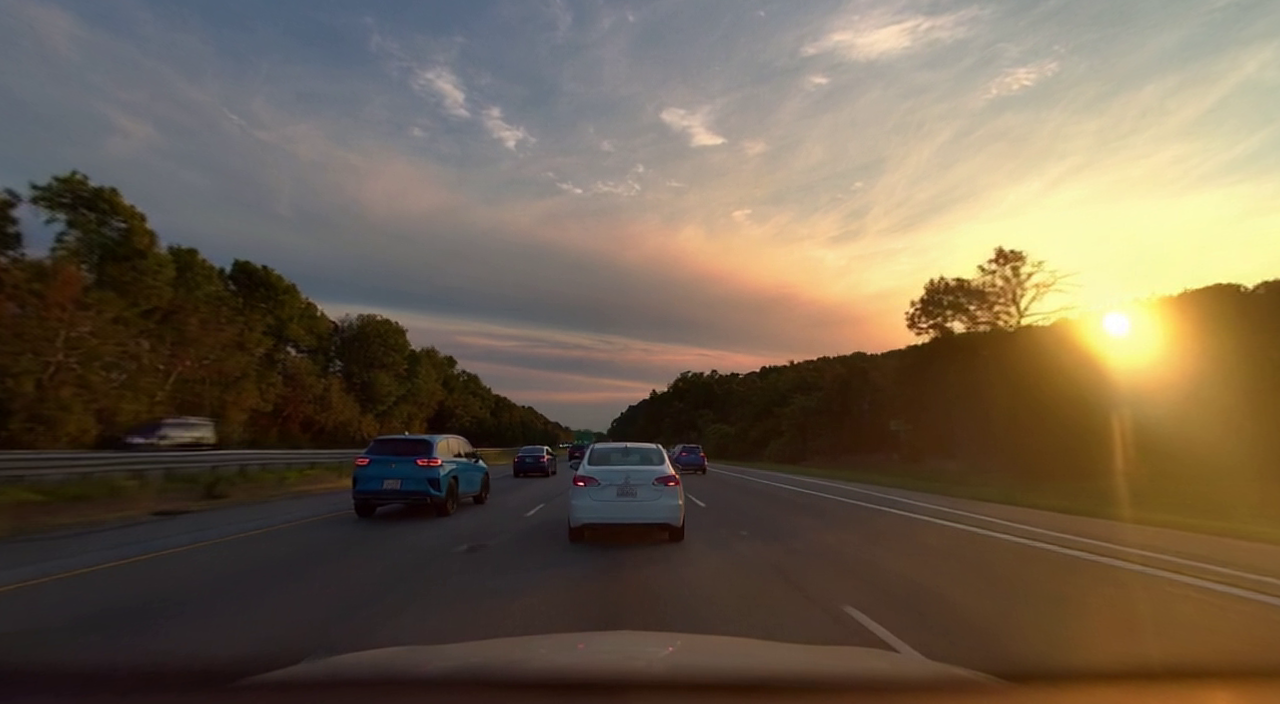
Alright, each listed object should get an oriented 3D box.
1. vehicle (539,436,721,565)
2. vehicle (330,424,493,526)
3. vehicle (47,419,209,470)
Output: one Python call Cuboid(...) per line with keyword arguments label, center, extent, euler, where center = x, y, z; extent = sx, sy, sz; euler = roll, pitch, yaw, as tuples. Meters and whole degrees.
Cuboid(label="vehicle", center=(-0.188, 2.063, 9.520), extent=(2.120, 1.478, 4.179), euler=(0, -9, -2))
Cuboid(label="vehicle", center=(-4.344, 2.395, 12.767), extent=(1.830, 1.703, 4.142), euler=(0, -9, -2))
Cuboid(label="vehicle", center=(-16.457, 3.030, 20.604), extent=(1.863, 1.478, 4.146), euler=(0, -9, -2))
